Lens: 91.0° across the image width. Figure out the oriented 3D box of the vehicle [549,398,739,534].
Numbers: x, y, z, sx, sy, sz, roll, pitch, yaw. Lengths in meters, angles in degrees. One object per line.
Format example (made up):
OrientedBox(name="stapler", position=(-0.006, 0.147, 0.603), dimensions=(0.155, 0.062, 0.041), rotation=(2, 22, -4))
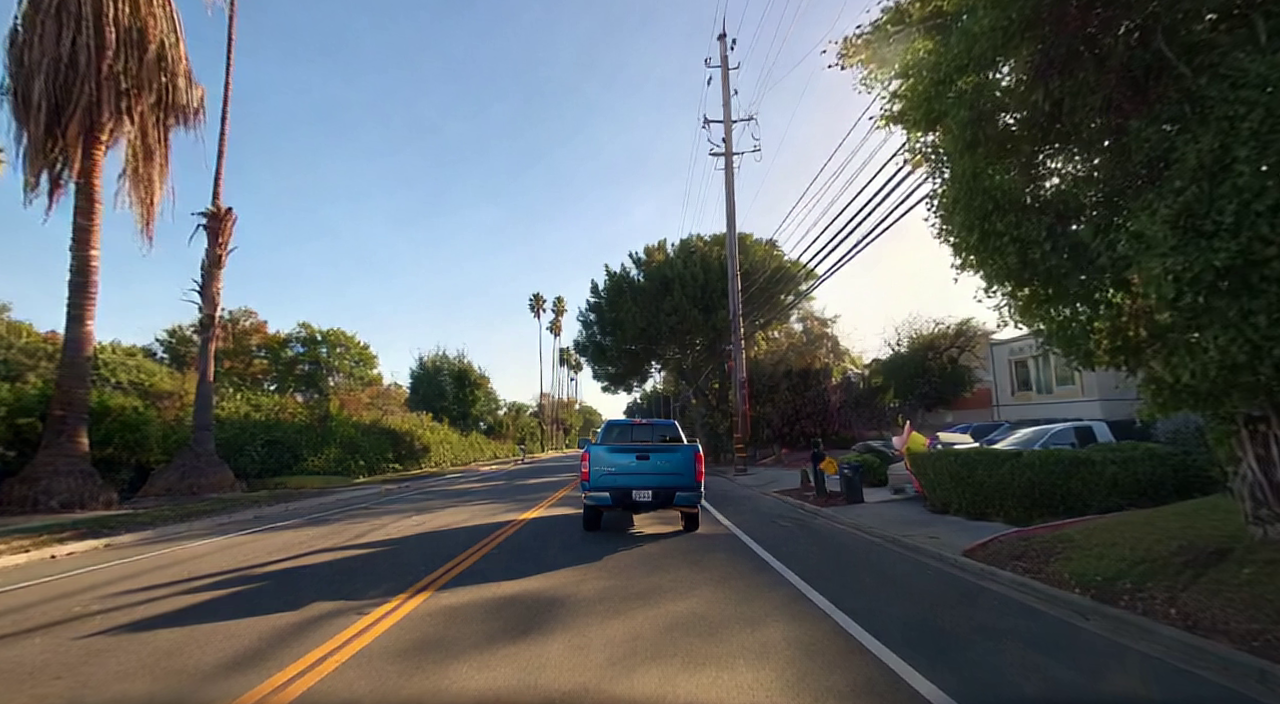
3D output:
OrientedBox(name="vehicle", position=(0.022, 2.129, 12.332), dimensions=(2.803, 2.005, 5.885), rotation=(0, -8, -1))
